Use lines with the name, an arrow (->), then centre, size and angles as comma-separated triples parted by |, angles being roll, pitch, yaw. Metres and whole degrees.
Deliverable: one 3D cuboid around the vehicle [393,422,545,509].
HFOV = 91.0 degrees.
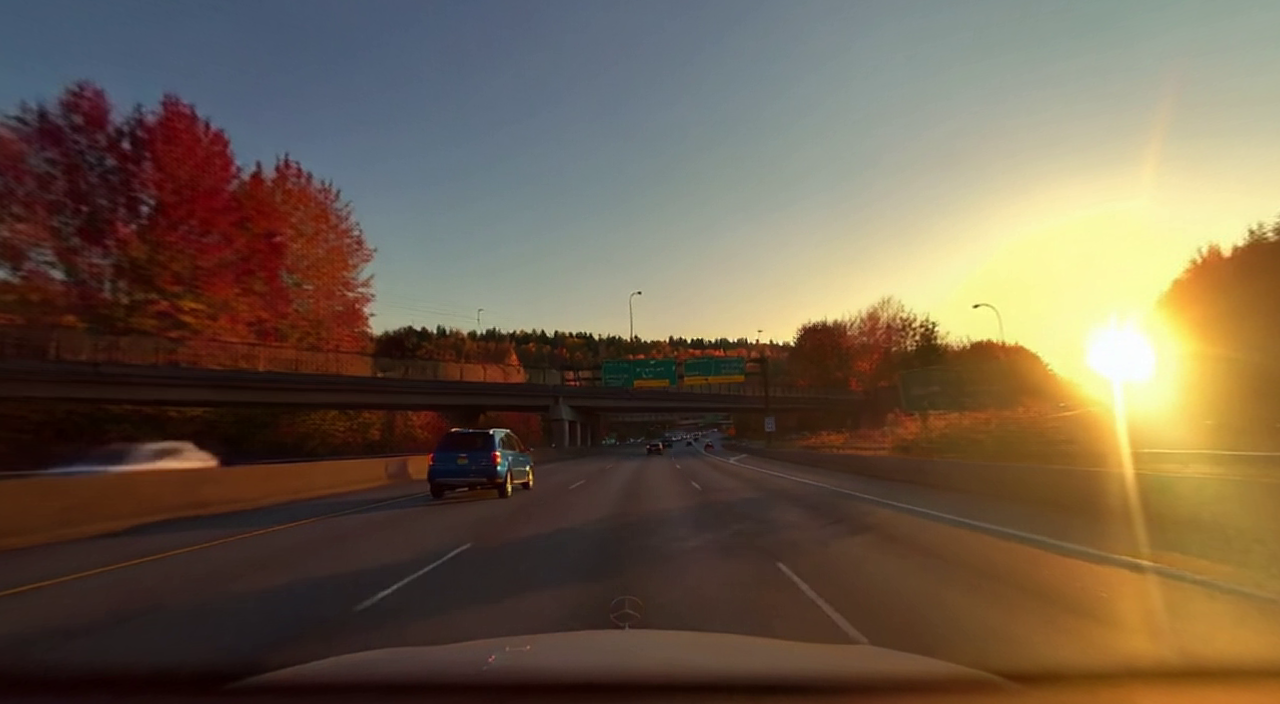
vehicle -> -3.725, 2.571, 14.687 | 2.177, 1.707, 4.432 | 0, -8, 2
